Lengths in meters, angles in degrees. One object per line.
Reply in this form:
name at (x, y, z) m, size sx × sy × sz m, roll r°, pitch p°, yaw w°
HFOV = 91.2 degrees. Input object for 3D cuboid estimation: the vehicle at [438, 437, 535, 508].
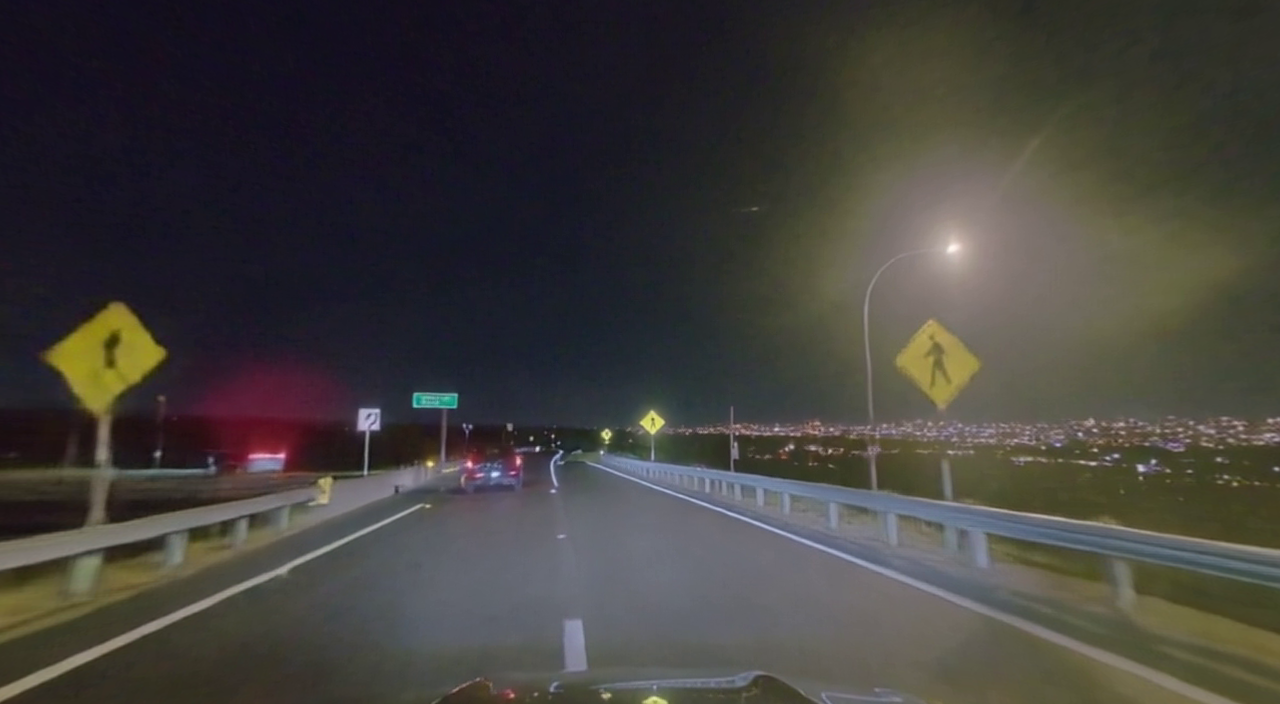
vehicle at (-3.779, 2.888, 15.473) m, size 2.006 × 1.486 × 3.950 m, roll 2°, pitch -9°, yaw -14°

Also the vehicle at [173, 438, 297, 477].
vehicle at (-17.033, 4.431, 26.406) m, size 4.278 × 1.505 × 2.018 m, roll -3°, pitch -9°, yaw 18°
